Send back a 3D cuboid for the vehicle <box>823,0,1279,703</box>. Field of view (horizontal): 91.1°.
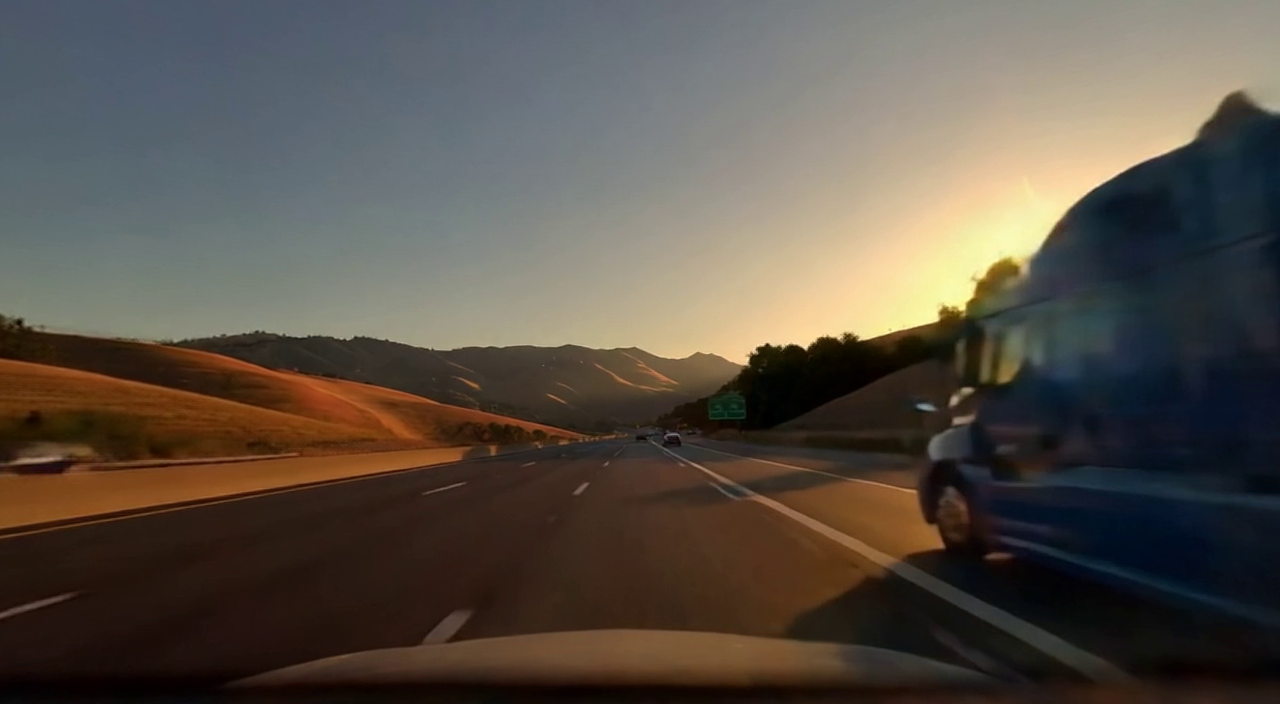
[{"bbox_3d":[4.149,0.030,5.782,3.049,3.826,6.146,0,-8,1],"label":"vehicle"}]
